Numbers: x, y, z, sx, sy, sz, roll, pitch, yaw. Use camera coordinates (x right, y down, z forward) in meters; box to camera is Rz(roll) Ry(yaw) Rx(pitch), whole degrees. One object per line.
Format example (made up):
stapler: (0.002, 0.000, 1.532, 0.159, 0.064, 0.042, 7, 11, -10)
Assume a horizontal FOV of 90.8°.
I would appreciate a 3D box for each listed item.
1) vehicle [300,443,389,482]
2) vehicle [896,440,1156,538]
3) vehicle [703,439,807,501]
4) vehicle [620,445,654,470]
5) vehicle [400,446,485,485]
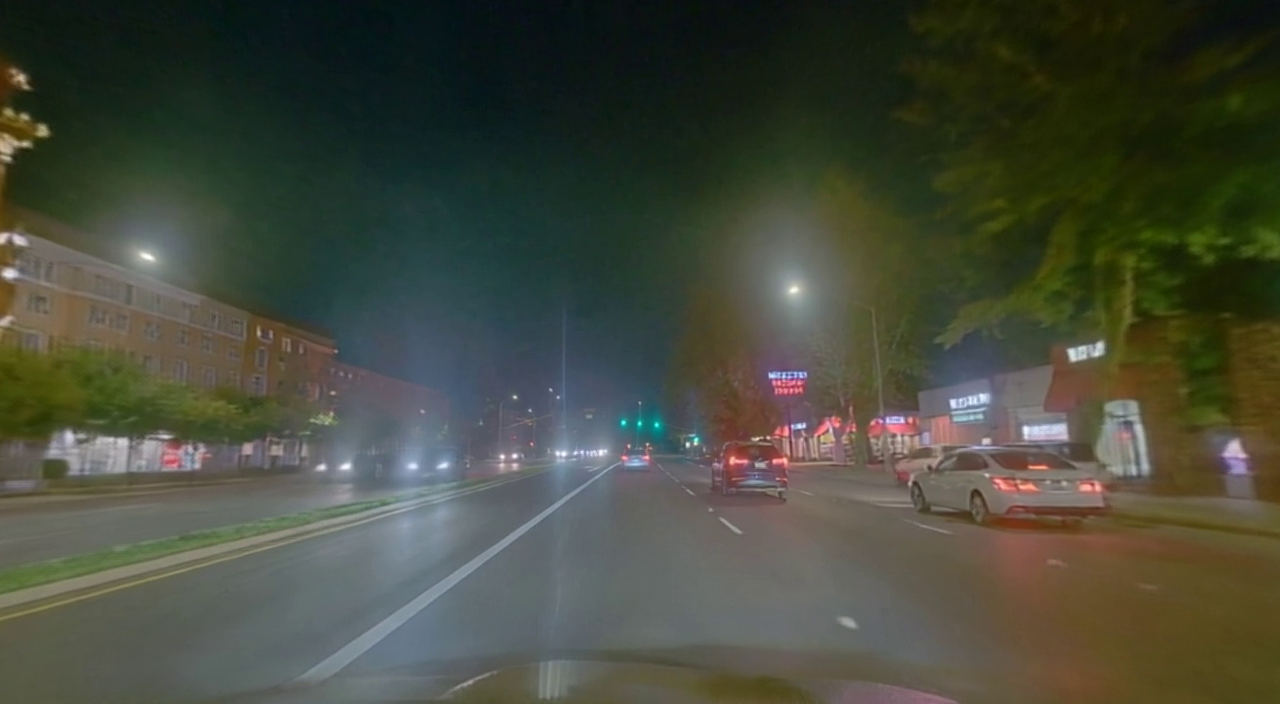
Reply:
vehicle: (-15.421, 5.762, 33.350, 2.060, 1.831, 5.414, 0, -8, 0)
vehicle: (6.735, 2.396, 11.814, 1.952, 1.449, 4.544, 0, -8, -1)
vehicle: (3.134, 3.314, 18.282, 2.072, 1.545, 4.578, 0, -8, -1)
vehicle: (-0.158, 6.771, 40.698, 2.052, 1.461, 4.324, 0, -8, 0)
vehicle: (-8.307, 4.777, 27.048, 2.050, 1.499, 4.816, 0, -8, 1)
